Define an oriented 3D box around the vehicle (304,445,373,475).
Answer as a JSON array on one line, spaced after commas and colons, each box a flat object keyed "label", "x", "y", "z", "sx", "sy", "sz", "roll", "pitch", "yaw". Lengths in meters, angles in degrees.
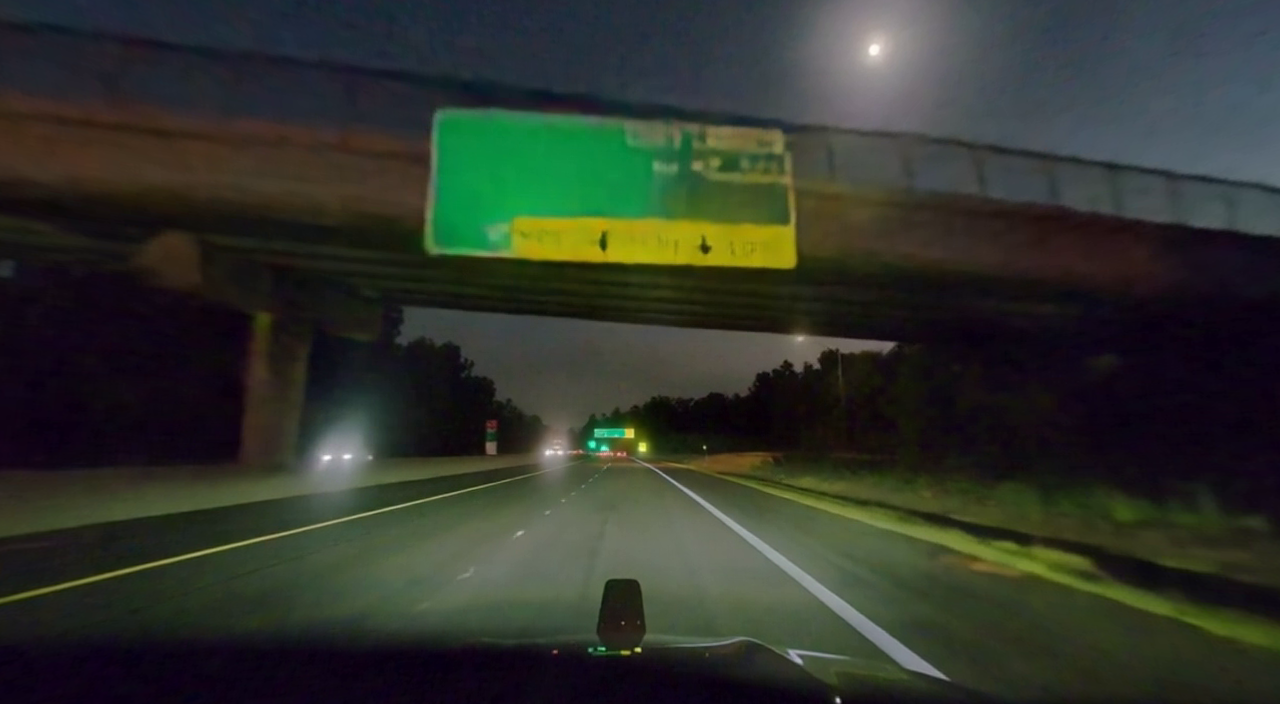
[{"label": "vehicle", "x": -15.788, "y": 5.701, "z": 33.256, "sx": 1.759, "sy": 1.459, "sz": 3.931, "roll": 0, "pitch": -9, "yaw": -1}]
